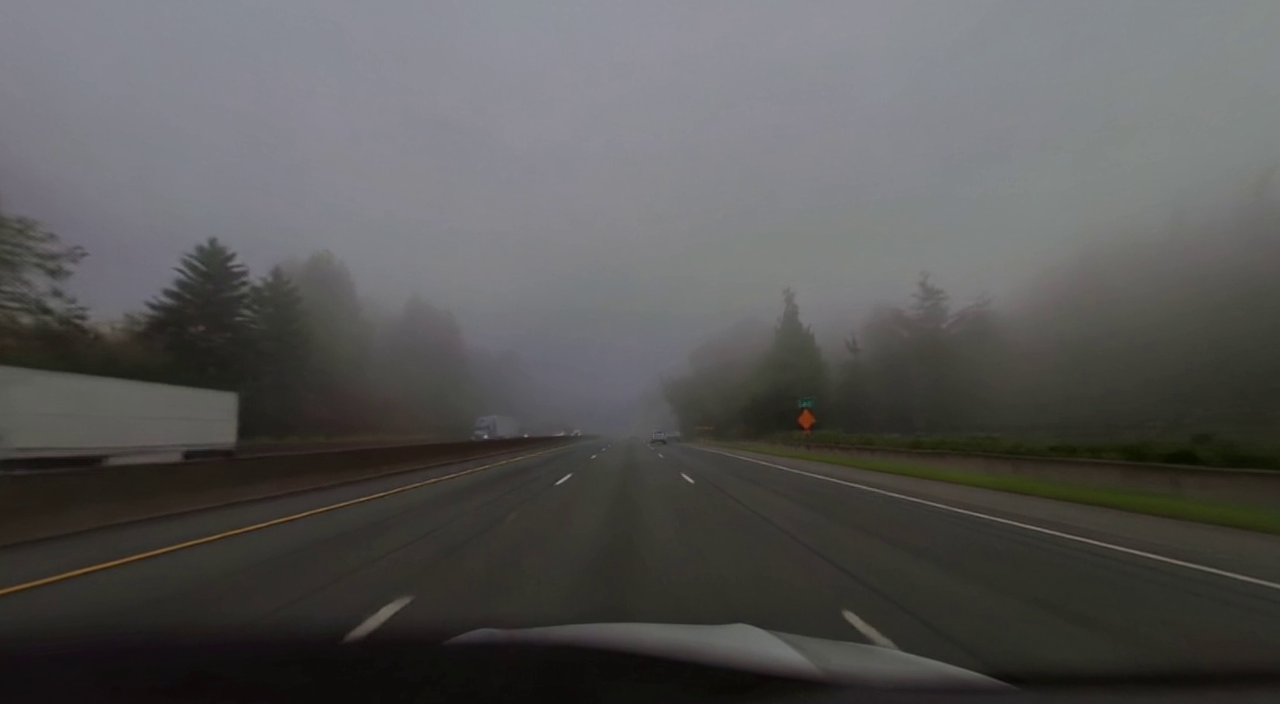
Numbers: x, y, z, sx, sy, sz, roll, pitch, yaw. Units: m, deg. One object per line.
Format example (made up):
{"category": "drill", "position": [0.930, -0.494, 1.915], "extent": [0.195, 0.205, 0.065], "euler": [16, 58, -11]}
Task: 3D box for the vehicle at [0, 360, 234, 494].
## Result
{"category": "vehicle", "position": [-21.008, 2.816, 23.076], "extent": [2.909, 4.050, 14.324], "euler": [0, -8, -1]}
